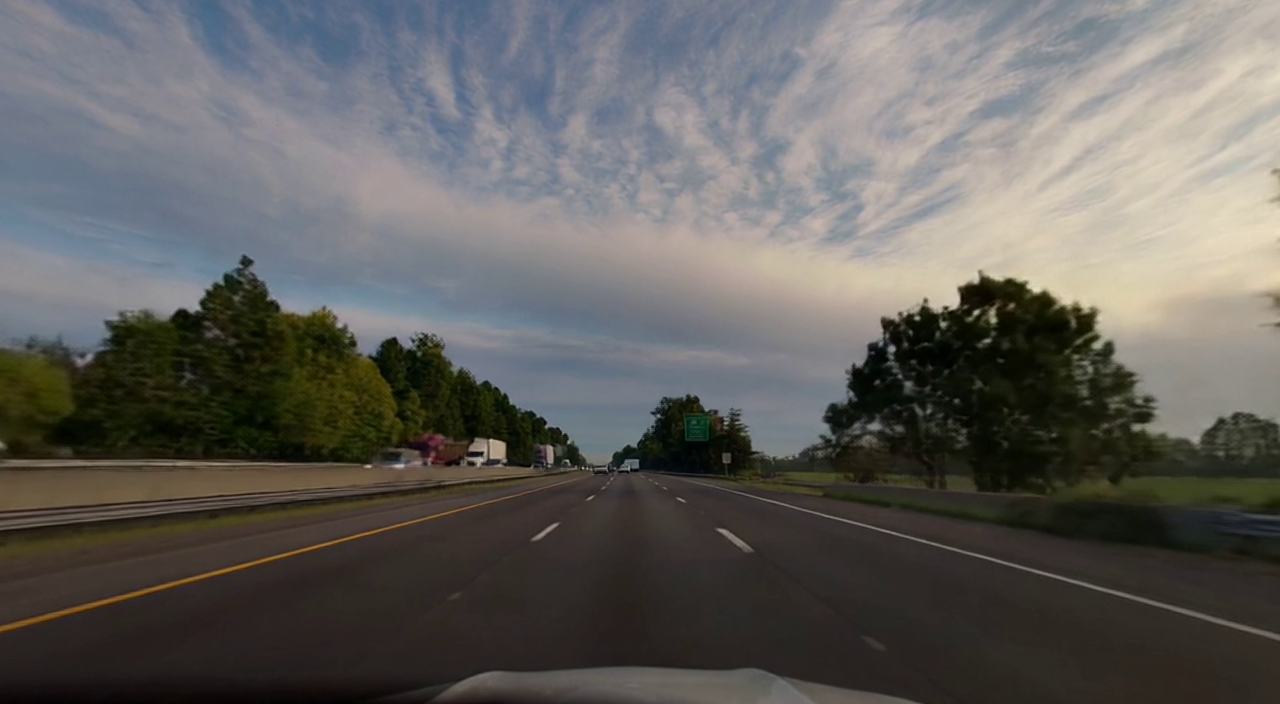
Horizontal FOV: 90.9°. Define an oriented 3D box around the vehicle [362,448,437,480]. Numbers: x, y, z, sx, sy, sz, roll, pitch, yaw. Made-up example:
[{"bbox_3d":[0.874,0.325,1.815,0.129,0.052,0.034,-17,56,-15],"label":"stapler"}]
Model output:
[{"bbox_3d":[-12.301,5.812,32.561,1.997,1.514,4.668,1,-10,0],"label":"vehicle"}]
